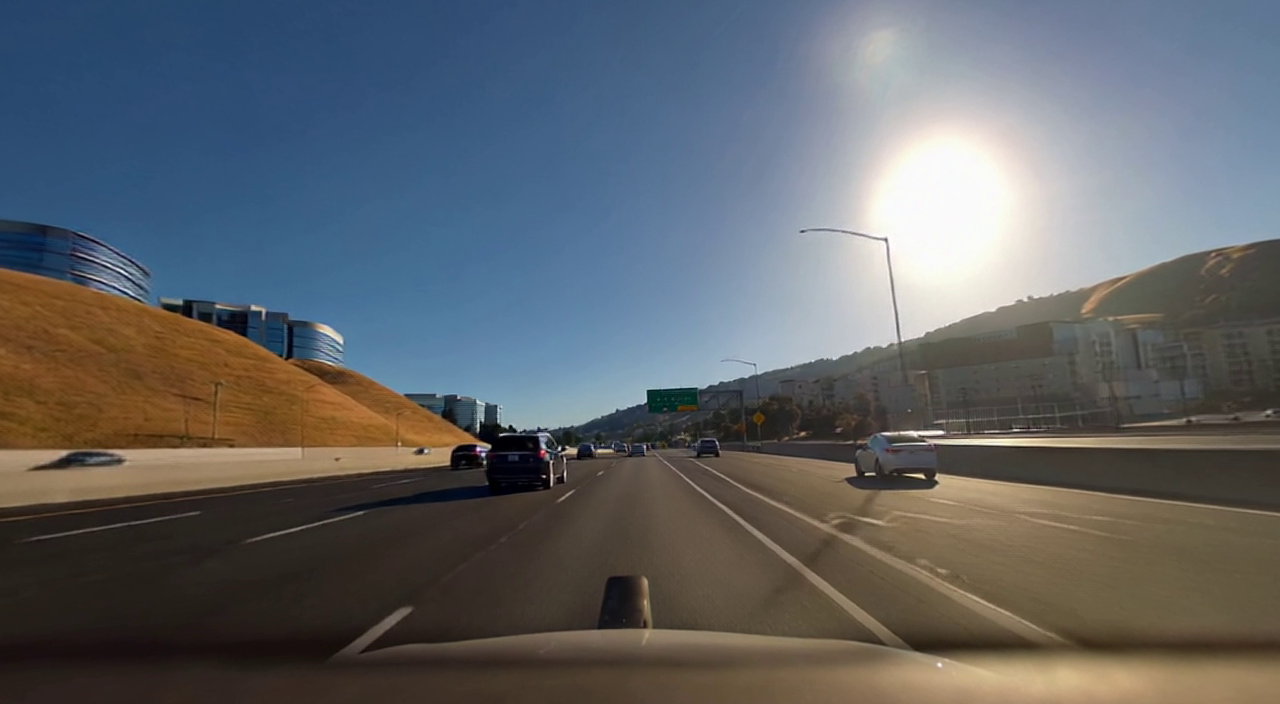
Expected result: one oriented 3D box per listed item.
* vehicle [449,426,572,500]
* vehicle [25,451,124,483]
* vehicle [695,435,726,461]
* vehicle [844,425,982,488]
[{"bbox_3d":[-3.348,3.014,17.591,2.210,1.730,5.133,-1,-8,2],"label":"vehicle"},{"bbox_3d":[-31.953,6.458,35.789,1.697,1.643,4.128,-1,-8,1],"label":"vehicle"},{"bbox_3d":[5.411,7.419,48.859,2.172,1.824,5.031,-1,-8,4],"label":"vehicle"},{"bbox_3d":[8.017,3.112,19.083,2.122,1.646,4.491,-1,-8,0],"label":"vehicle"}]
